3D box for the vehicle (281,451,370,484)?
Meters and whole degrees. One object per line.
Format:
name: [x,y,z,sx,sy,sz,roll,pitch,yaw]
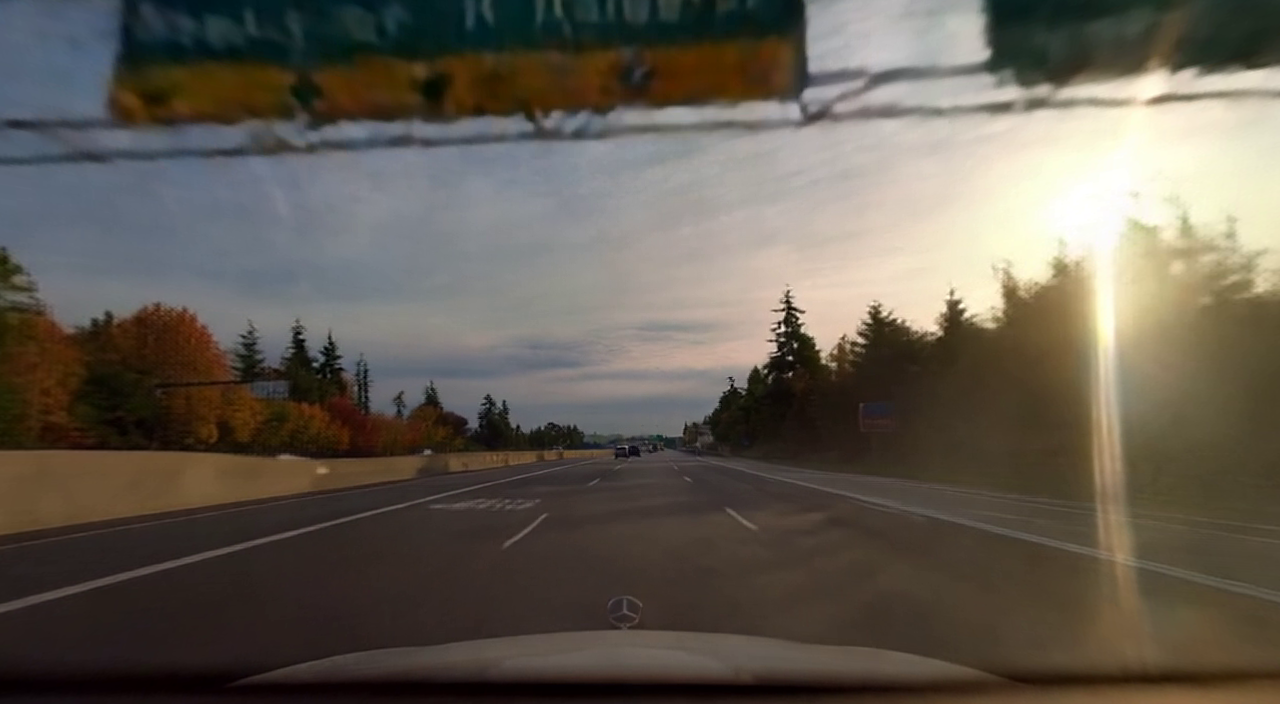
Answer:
vehicle: [-15.425,5.659,31.224,1.942,1.447,4.509,-1,-9,2]
